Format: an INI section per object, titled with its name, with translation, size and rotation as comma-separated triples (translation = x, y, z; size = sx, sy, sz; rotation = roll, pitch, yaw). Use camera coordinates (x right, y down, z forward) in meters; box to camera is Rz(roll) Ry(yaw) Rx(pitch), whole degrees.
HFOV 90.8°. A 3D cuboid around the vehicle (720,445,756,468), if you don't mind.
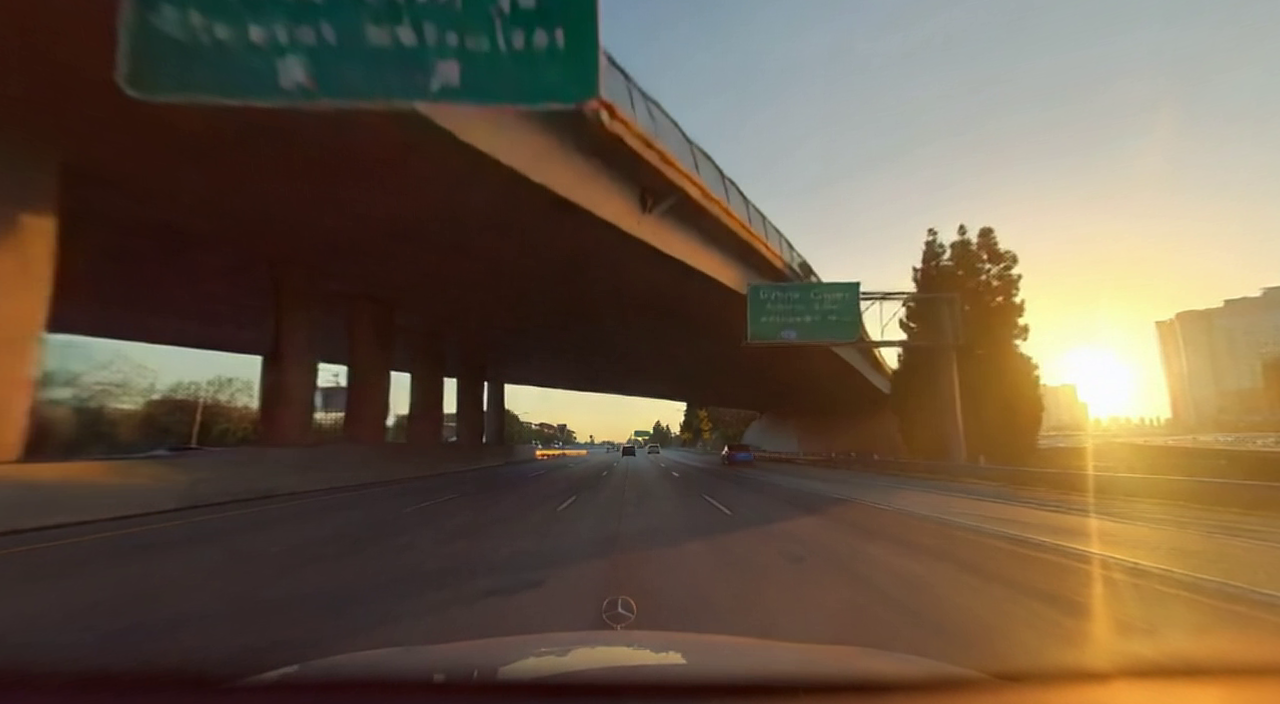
[vehicle]
translation = 7.190, 7.672, 46.686
size = 1.958, 1.498, 4.447
rotation = 0, -7, 0
